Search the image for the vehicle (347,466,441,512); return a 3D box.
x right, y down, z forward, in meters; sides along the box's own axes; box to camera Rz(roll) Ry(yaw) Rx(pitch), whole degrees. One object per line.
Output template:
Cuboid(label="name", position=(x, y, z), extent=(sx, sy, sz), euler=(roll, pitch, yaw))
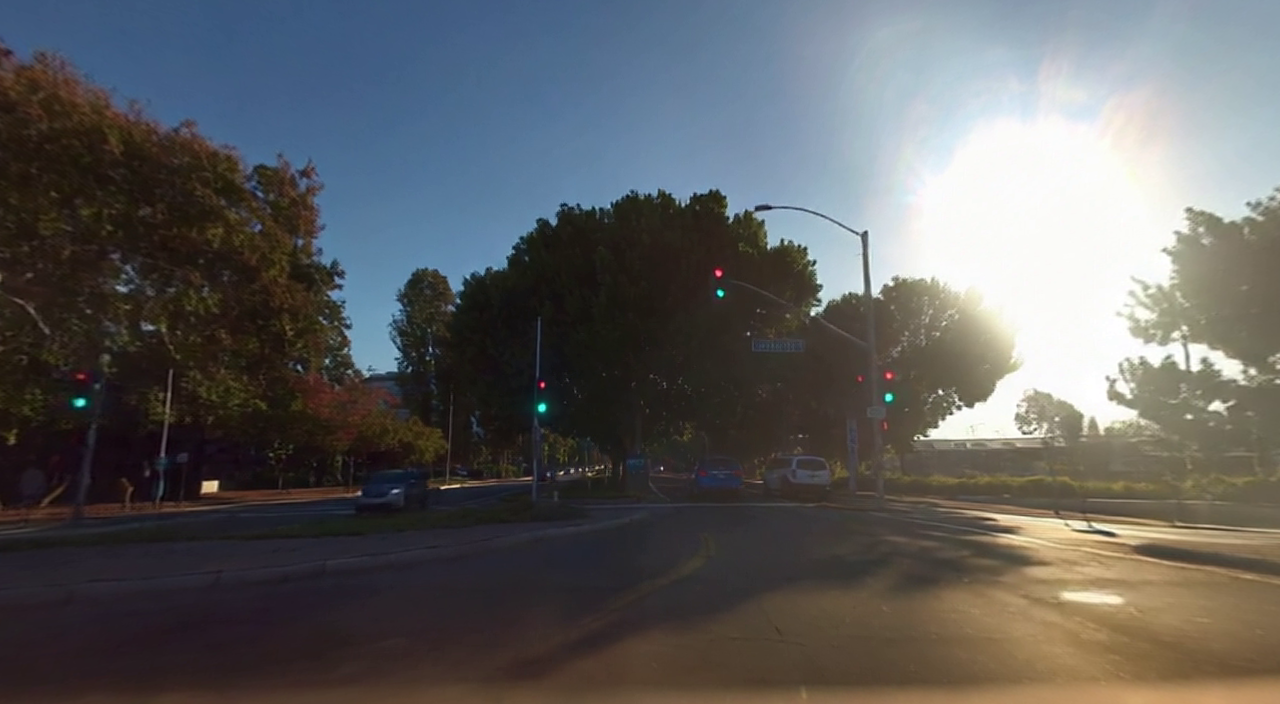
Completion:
Cuboid(label="vehicle", position=(-8.859, 4.962, 23.169), extent=(1.818, 1.397, 4.026), euler=(0, -9, 0))

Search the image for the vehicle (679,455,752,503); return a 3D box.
Cuboid(label="vehicle", position=(2.854, 4.940, 25.030), extent=(2.140, 1.655, 4.786), euler=(0, -9, -2))

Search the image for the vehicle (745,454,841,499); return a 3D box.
Cuboid(label="vehicle", position=(8.690, 7.145, 36.916), extent=(2.771, 2.214, 7.159), euler=(2, -9, -10))
